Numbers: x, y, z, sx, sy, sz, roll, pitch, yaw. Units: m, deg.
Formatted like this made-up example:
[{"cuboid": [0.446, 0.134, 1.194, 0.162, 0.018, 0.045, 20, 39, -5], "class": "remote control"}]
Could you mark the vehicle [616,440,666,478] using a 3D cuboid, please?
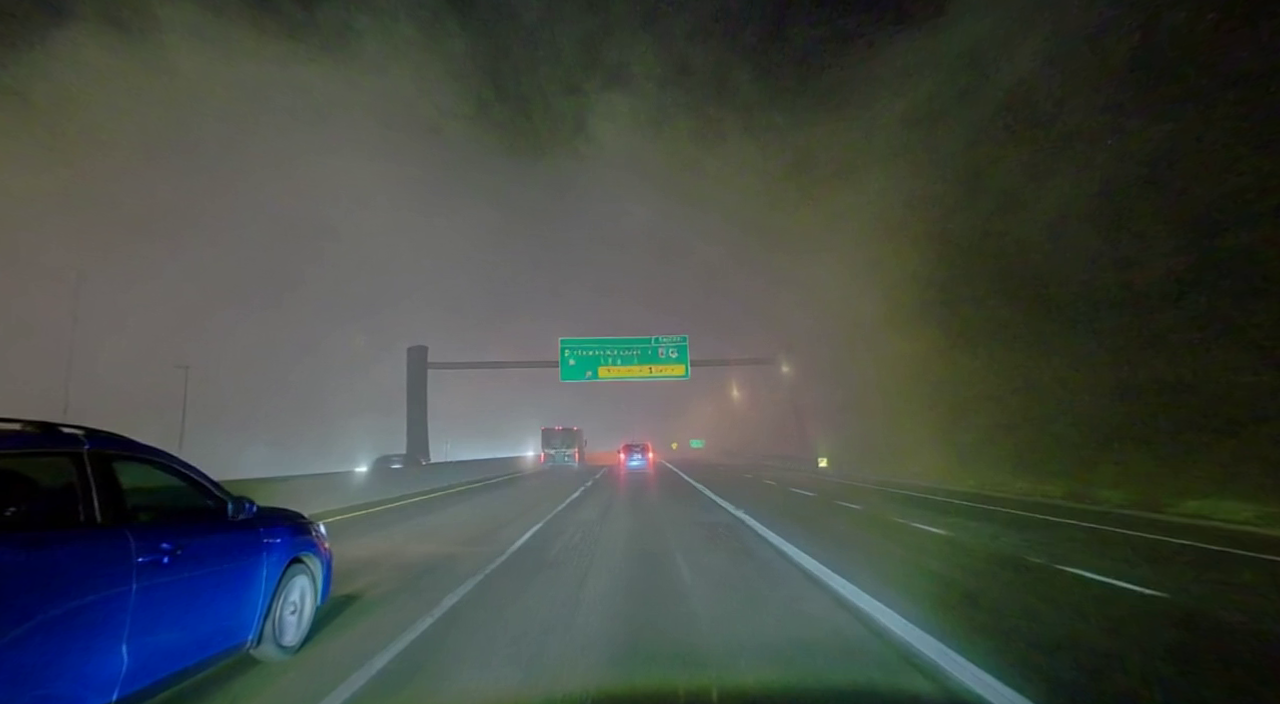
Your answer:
[{"cuboid": [0.064, 4.808, 28.566, 2.086, 1.548, 4.325, 0, -9, 0], "class": "vehicle"}]

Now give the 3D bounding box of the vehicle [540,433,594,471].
[{"cuboid": [-3.788, 5.320, 33.676, 2.264, 1.901, 4.647, 0, -9, 1], "class": "vehicle"}]

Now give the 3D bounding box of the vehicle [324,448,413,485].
[{"cuboid": [-13.099, 5.508, 30.810, 2.056, 1.643, 4.838, 0, -9, 2], "class": "vehicle"}]
